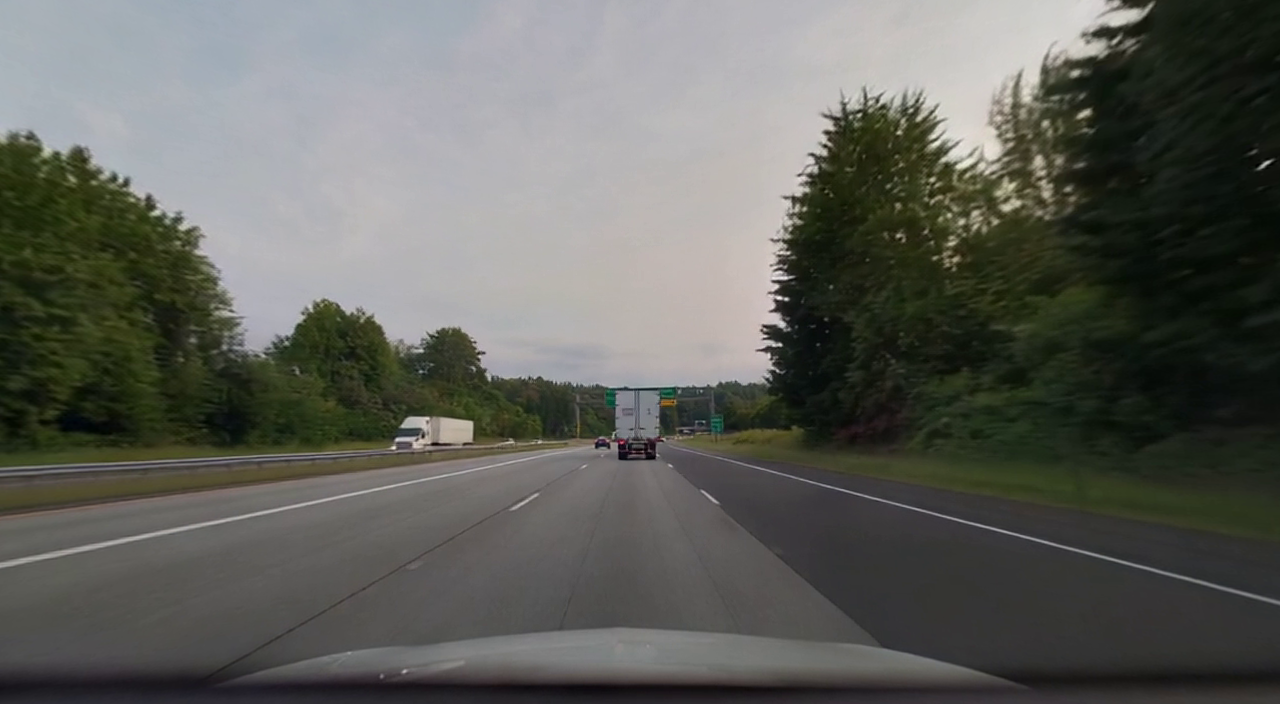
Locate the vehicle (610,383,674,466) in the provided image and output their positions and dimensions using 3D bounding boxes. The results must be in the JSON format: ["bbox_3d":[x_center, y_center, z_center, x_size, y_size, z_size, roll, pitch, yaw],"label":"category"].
[{"bbox_3d":[-0.005,3.829,32.589,2.855,3.741,8.587,0,-8,-1],"label":"vehicle"}]
